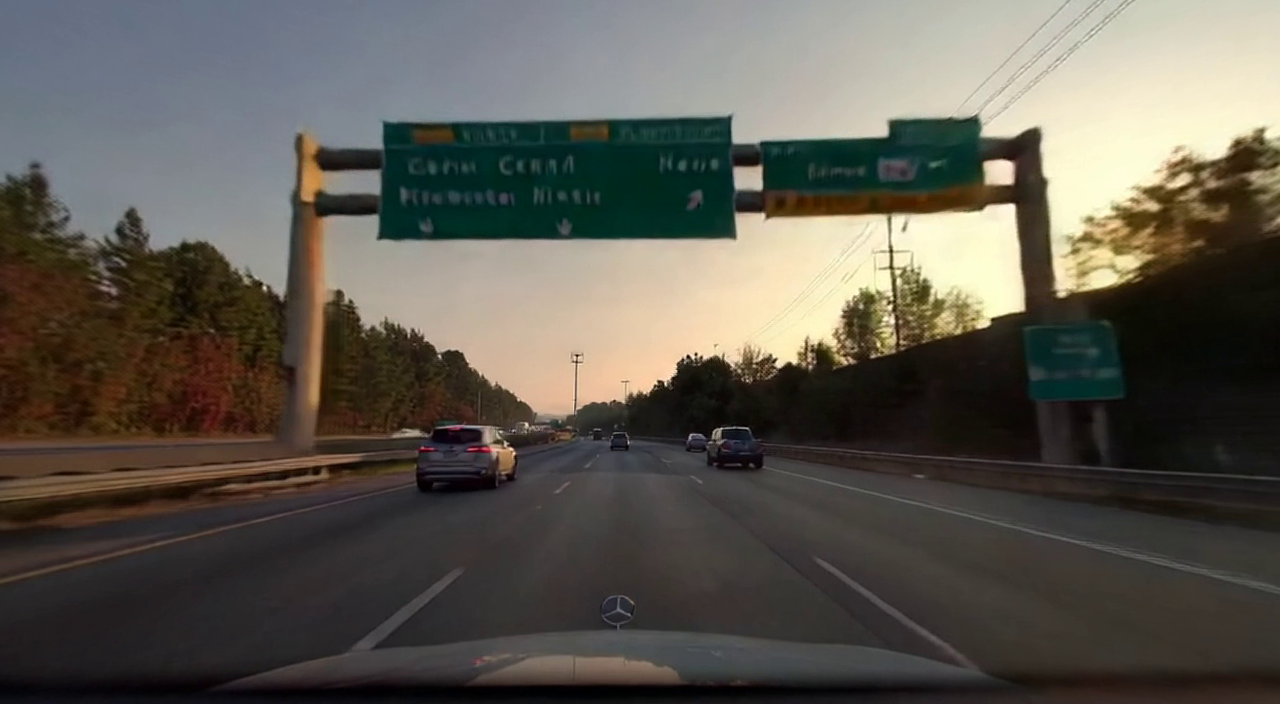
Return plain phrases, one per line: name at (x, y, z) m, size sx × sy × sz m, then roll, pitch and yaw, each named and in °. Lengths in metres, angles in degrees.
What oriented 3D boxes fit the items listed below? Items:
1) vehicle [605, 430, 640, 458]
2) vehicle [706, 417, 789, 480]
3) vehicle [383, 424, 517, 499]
vehicle at (-1.193, 5.902, 40.744) m, size 2.159 × 1.690 × 3.720 m, roll 0°, pitch -7°, yaw -3°
vehicle at (3.477, 3.155, 20.938) m, size 1.976 × 1.905 × 3.263 m, roll 0°, pitch -7°, yaw -4°
vehicle at (-4.454, 2.599, 15.501) m, size 2.100 × 1.590 × 4.077 m, roll 0°, pitch -7°, yaw -1°
